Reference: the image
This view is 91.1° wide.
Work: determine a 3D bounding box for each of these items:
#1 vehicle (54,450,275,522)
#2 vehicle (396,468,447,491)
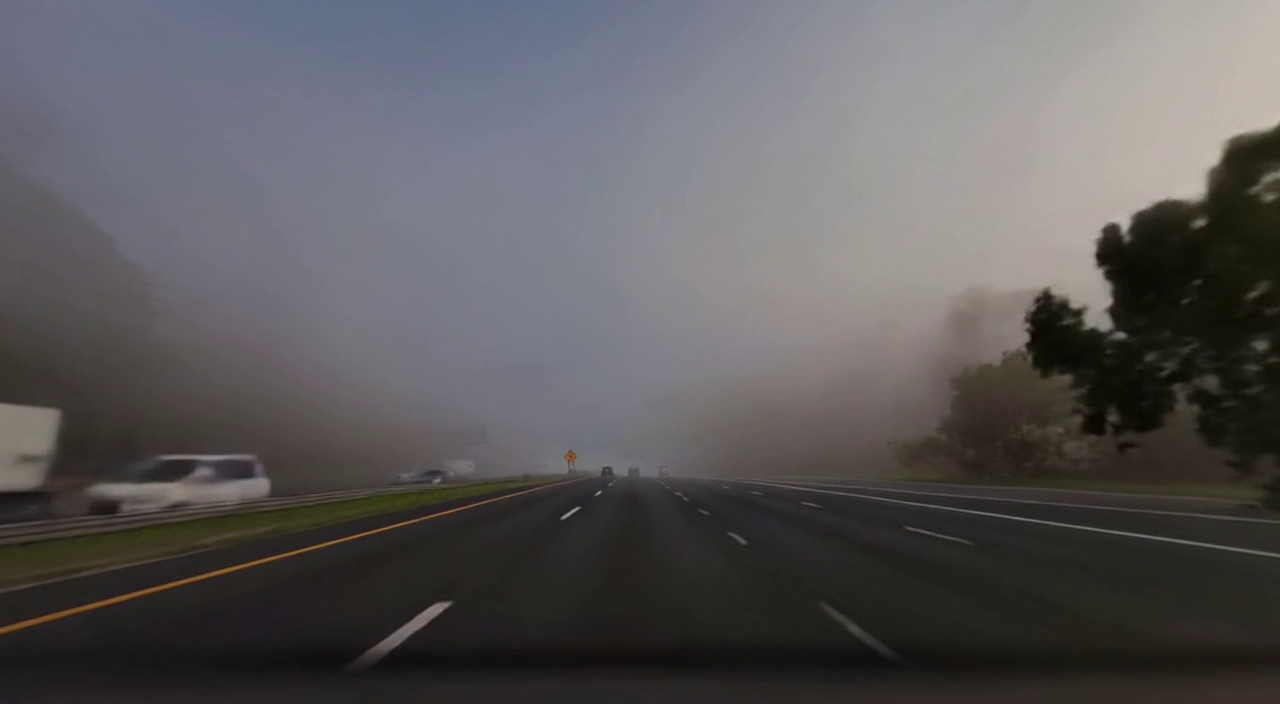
[{"bbox_3d":[-12.594,3.581,17.188,2.296,1.635,4.726,1,-10,0],"label":"vehicle"},{"bbox_3d":[-16.370,9.531,47.301,2.037,1.590,4.871,1,-10,1],"label":"vehicle"}]
